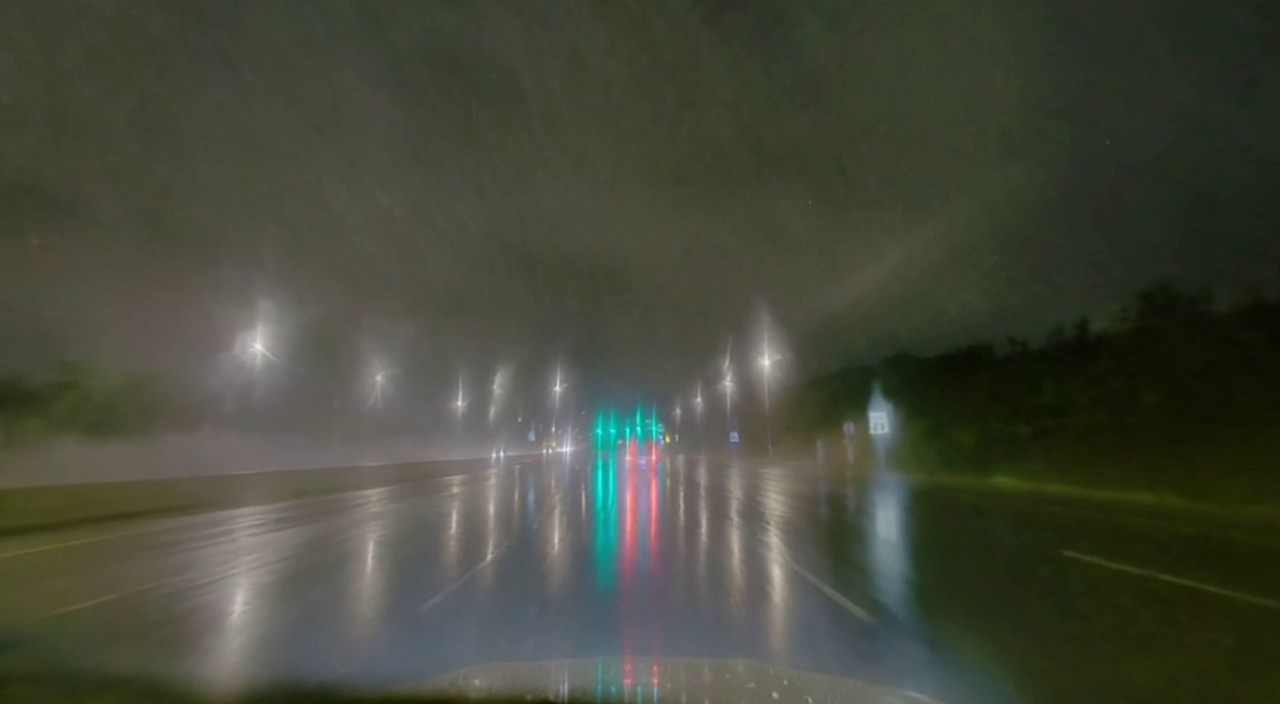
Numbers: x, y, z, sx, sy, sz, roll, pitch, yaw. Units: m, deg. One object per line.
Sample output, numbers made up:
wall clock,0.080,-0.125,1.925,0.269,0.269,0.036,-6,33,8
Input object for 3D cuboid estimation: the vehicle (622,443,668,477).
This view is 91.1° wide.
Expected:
vehicle,0.224,5.245,30.785,2.055,1.501,4.321,0,-9,0
